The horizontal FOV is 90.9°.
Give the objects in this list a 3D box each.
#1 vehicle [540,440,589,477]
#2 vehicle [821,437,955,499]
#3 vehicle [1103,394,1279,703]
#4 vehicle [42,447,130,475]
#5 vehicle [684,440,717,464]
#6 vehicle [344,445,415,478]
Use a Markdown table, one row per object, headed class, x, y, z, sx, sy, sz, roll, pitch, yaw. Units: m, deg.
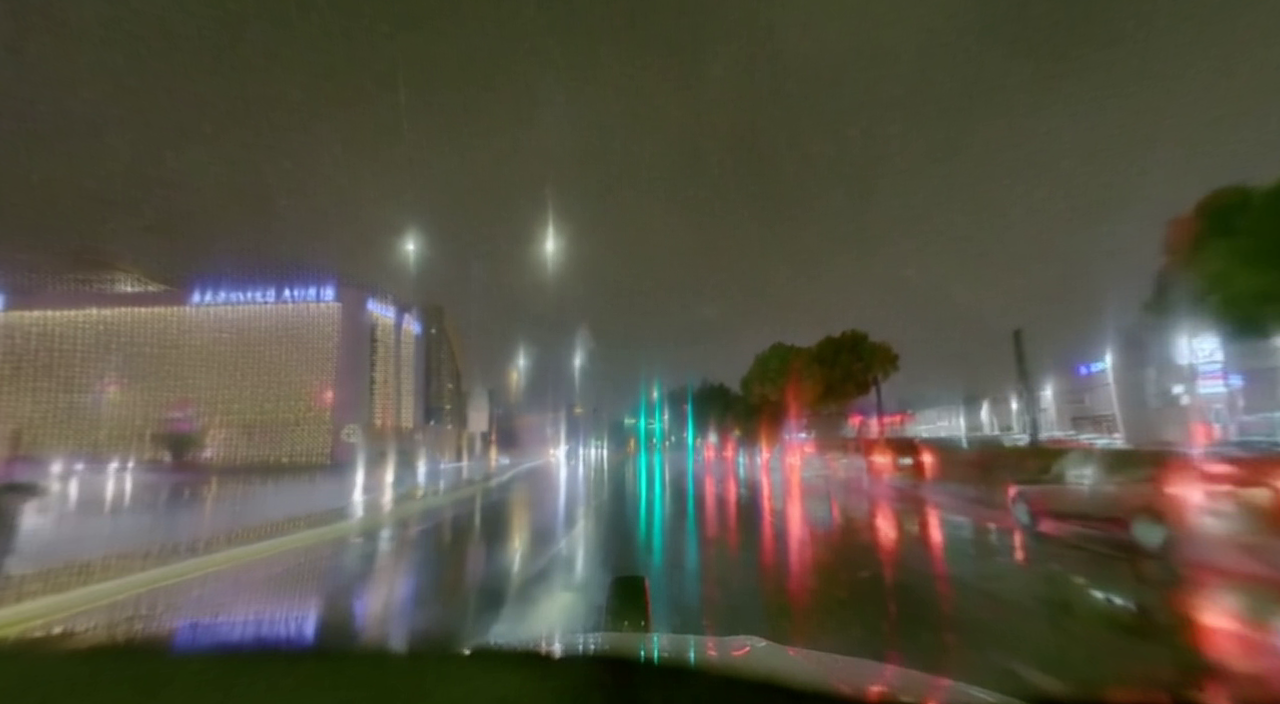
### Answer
| class | x | y | z | sx | sy | sz | roll | pitch | yaw |
| --- | --- | --- | --- | --- | --- | --- | --- | --- | --- |
| vehicle | -3.433 | 4.903 | 29.280 | 1.917 | 1.511 | 4.436 | 0 | -8 | -3 |
| vehicle | 7.213 | 3.396 | 18.947 | 1.918 | 1.598 | 4.536 | 0 | -9 | -4 |
| vehicle | 3.448 | 0.698 | 1.009 | 1.981 | 1.499 | 4.536 | -1 | -9 | 1 |
| vehicle | -34.780 | 6.822 | 39.715 | 1.810 | 1.606 | 3.988 | -1 | -8 | 1 |
| vehicle | 4.564 | 7.537 | 47.748 | 2.007 | 1.683 | 4.171 | 0 | -8 | -1 |
| vehicle | -14.347 | 6.040 | 34.997 | 1.905 | 1.687 | 4.436 | -1 | -8 | 1 |
